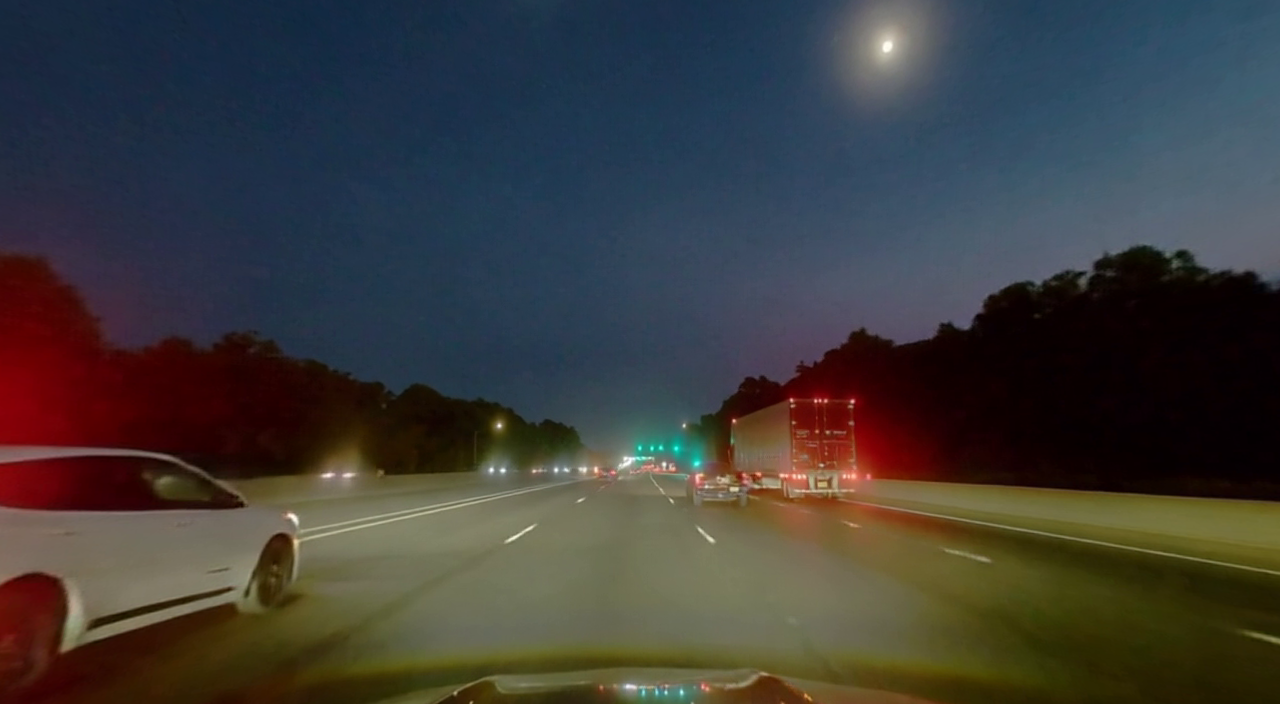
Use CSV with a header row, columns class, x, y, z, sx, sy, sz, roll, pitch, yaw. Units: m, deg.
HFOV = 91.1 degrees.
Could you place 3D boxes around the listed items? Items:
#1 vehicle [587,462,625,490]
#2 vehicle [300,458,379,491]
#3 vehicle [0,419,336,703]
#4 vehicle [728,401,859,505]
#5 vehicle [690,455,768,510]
class,x,y,z,sx,sy,sz,roll,pitch,yaw
vehicle,-1.981,7.482,38.094,2.025,1.547,4.150,1,-10,1
vehicle,-15.234,6.252,32.113,1.941,1.514,4.221,1,-10,0
vehicle,-3.817,1.131,3.288,2.065,1.485,4.682,1,-10,0
vehicle,7.404,5.554,34.017,2.883,4.151,17.144,1,-10,0
vehicle,3.077,4.643,22.654,2.050,1.708,4.457,1,-10,-1
